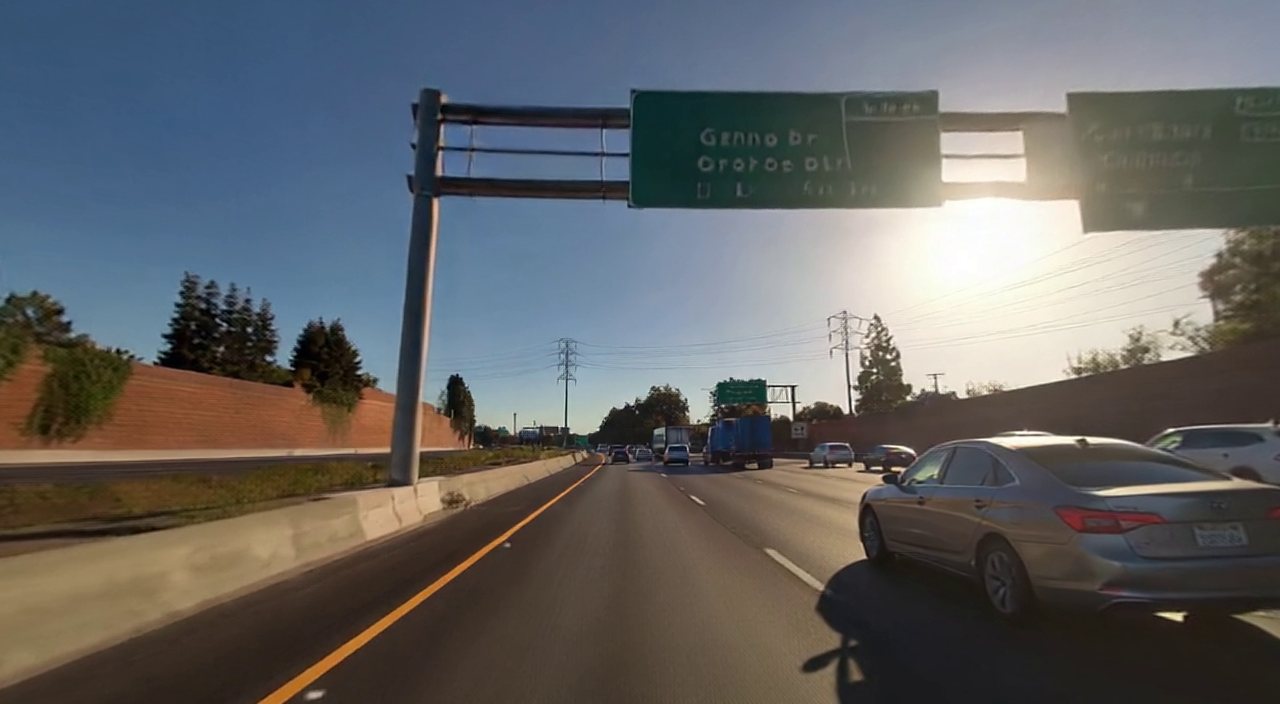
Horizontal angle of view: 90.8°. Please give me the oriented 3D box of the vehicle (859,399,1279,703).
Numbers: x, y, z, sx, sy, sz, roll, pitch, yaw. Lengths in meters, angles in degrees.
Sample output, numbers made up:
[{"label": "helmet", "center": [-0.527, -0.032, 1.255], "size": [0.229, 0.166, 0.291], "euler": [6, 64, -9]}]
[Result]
[{"label": "vehicle", "center": [3.211, 1.185, 4.128], "size": [1.922, 1.465, 4.165], "euler": [0, -9, -2]}]

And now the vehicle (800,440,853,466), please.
[{"label": "vehicle", "center": [13.770, 7.474, 46.936], "size": [2.085, 1.805, 5.177], "euler": [0, -9, -4]}]

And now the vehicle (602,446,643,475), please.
[{"label": "vehicle", "center": [-1.007, 5.895, 34.527], "size": [2.083, 1.477, 3.965], "euler": [0, -9, -3]}]

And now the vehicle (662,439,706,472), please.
[{"label": "vehicle", "center": [2.578, 6.211, 38.037], "size": [2.114, 1.849, 4.692], "euler": [0, -9, -3]}]
